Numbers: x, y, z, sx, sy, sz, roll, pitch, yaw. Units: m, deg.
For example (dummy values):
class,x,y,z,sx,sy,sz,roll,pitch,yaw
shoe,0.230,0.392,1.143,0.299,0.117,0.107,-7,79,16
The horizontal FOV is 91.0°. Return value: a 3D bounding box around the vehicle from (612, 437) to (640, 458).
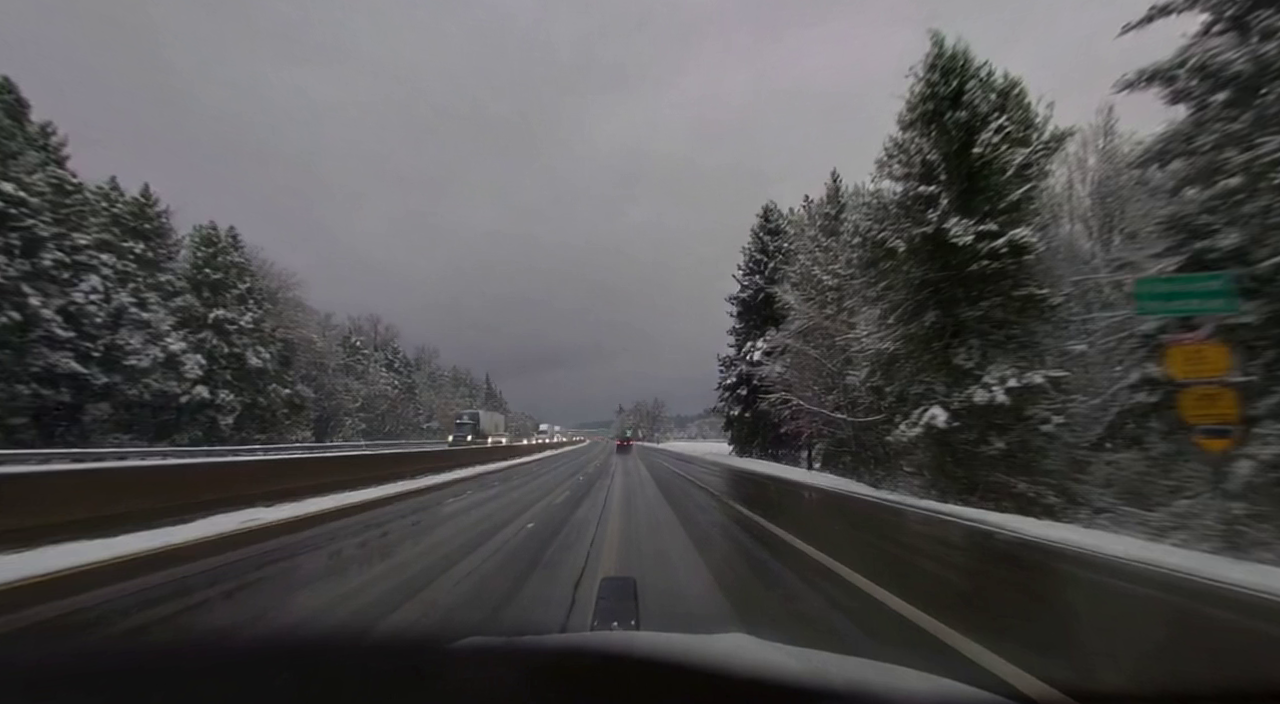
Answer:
class,x,y,z,sx,sy,sz,roll,pitch,yaw
vehicle,-1.089,7.472,49.436,2.099,1.504,3.843,0,-8,-2
